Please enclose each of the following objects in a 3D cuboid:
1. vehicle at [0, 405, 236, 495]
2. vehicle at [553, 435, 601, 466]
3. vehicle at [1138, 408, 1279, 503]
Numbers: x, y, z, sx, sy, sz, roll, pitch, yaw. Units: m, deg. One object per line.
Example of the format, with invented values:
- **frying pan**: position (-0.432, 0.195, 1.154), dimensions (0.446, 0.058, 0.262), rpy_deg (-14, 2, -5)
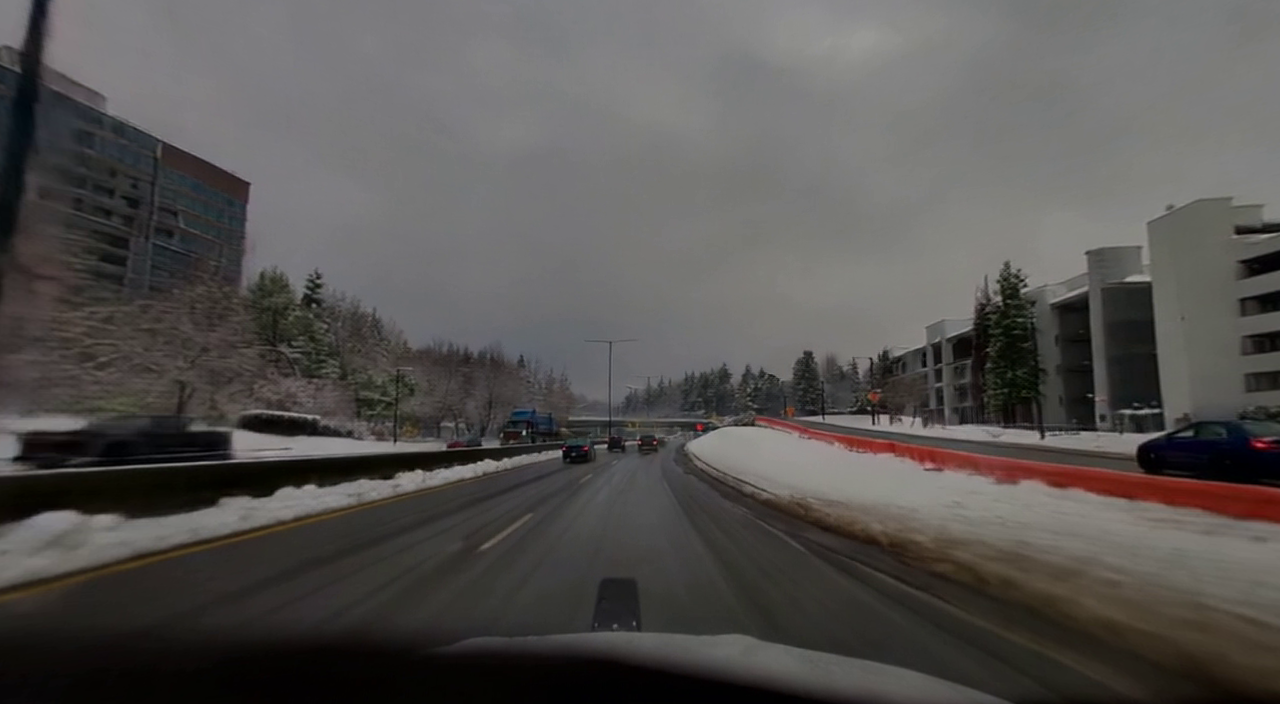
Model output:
- **vehicle**: position (-13.426, 2.553, 16.696), dimensions (2.013, 1.983, 4.980), rpy_deg (0, -8, 1)
- **vehicle**: position (-3.098, 4.936, 31.731), dimensions (1.848, 1.406, 4.013), rpy_deg (0, -8, 2)
- **vehicle**: position (11.212, 1.824, 11.206), dimensions (1.913, 1.499, 3.581), rpy_deg (0, -8, 5)
